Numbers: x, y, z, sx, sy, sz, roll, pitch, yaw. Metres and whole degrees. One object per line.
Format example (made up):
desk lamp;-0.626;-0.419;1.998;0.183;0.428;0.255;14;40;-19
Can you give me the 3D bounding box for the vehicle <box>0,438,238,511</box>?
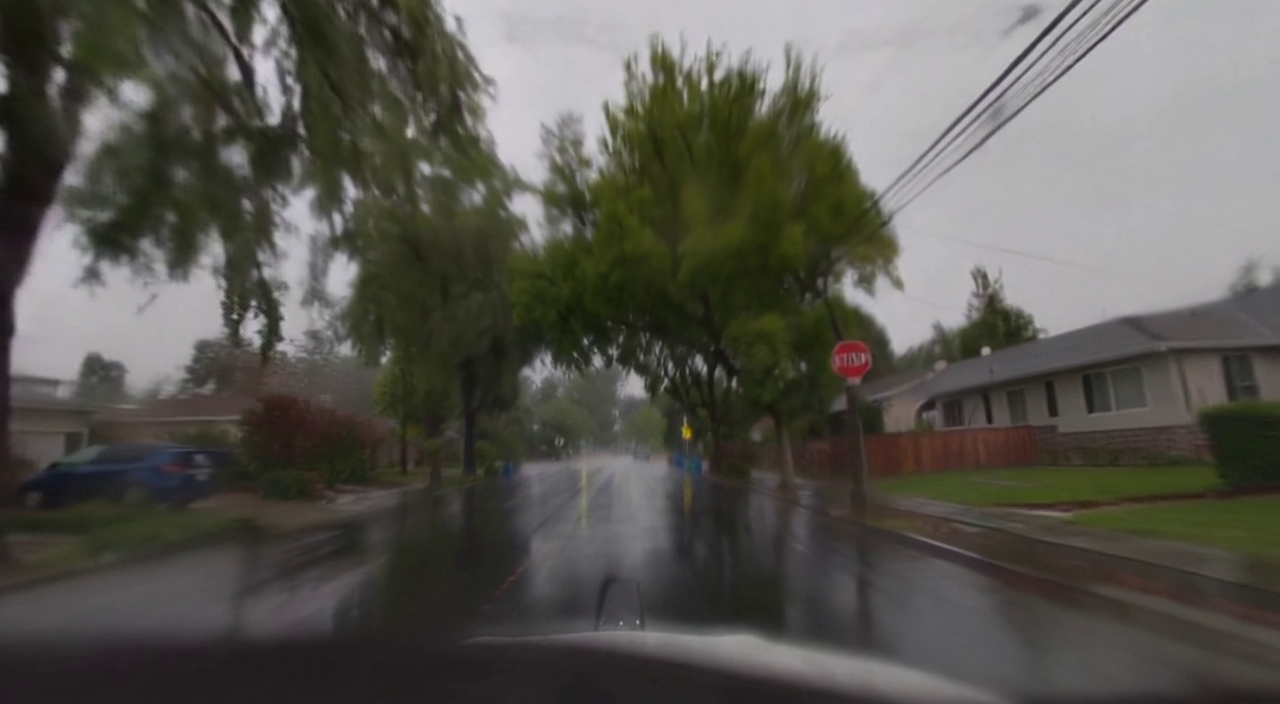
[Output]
vehicle;-14.363;3.354;17.599;4.809;1.865;2.093;0;-9;-2
